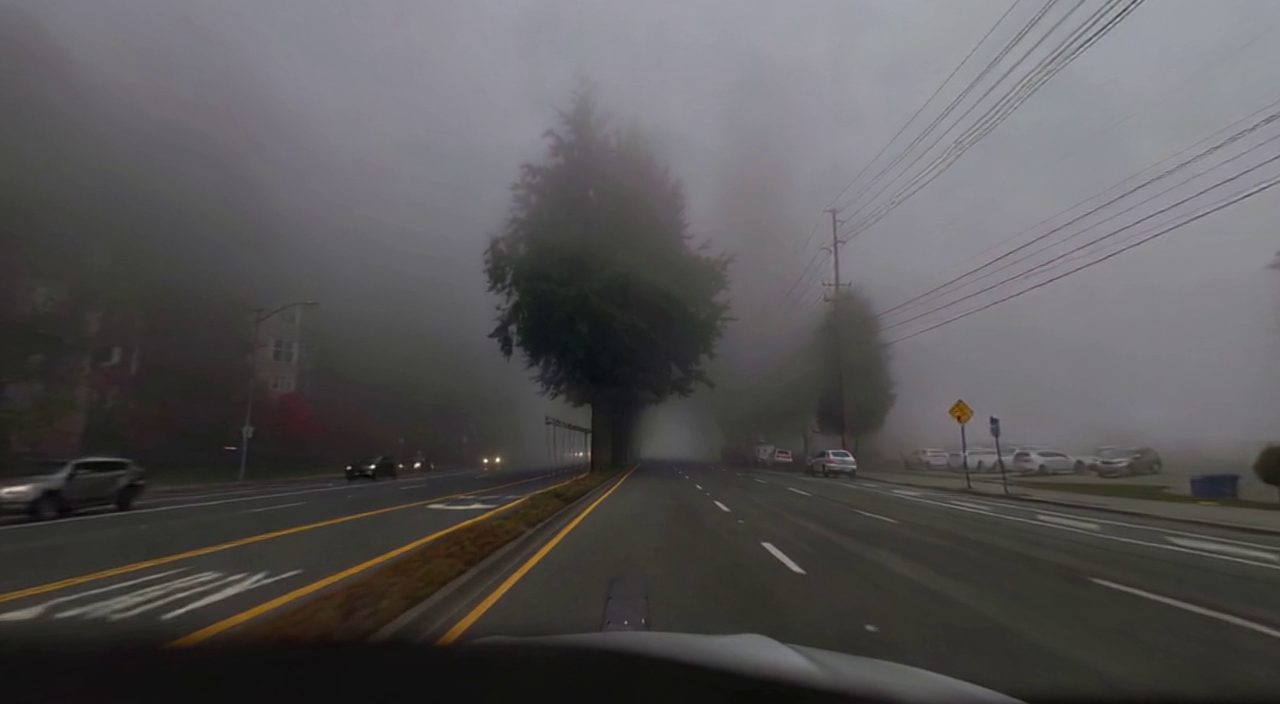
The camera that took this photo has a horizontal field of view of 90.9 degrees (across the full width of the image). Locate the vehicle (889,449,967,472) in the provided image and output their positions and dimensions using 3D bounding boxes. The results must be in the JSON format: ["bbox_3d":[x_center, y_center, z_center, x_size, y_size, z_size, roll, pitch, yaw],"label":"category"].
[{"bbox_3d":[19.969,7.517,43.873,4.643,1.520,1.894,-3,-8,18],"label":"vehicle"}]

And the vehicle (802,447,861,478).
[{"bbox_3d":[12.174,7.043,40.443,2.182,1.768,4.904,0,-8,0],"label":"vehicle"}]

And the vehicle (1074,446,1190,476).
[{"bbox_3d":[25.610,5.706,32.922,4.368,1.394,1.983,1,-10,1],"label":"vehicle"}]

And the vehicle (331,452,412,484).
[{"bbox_3d":[-13.767,5.944,32.631,2.047,1.467,4.611,0,-8,1],"label":"vehicle"}]

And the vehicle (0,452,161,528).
[{"bbox_3d":[-13.978,3.118,14.682,1.902,1.470,4.678,0,-8,1],"label":"vehicle"}]

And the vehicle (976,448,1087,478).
[{"bbox_3d":[20.694,5.869,33.447,4.664,1.504,1.816,0,-8,1],"label":"vehicle"}]
